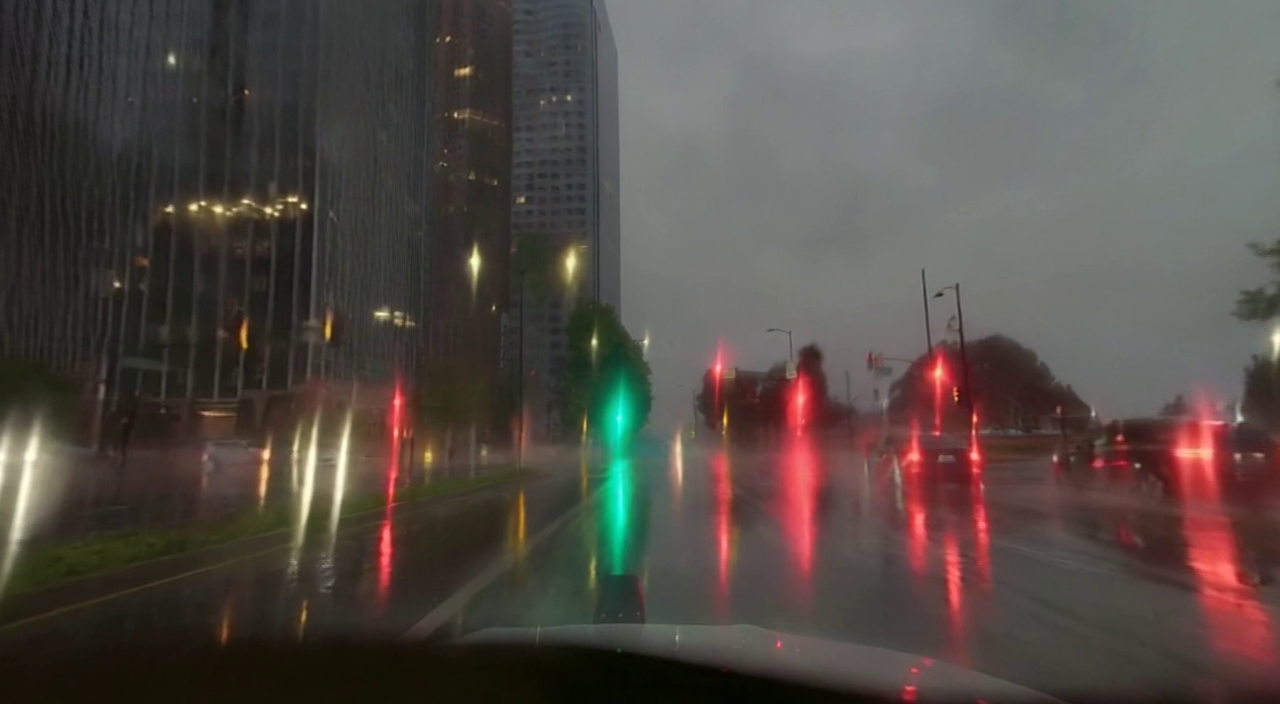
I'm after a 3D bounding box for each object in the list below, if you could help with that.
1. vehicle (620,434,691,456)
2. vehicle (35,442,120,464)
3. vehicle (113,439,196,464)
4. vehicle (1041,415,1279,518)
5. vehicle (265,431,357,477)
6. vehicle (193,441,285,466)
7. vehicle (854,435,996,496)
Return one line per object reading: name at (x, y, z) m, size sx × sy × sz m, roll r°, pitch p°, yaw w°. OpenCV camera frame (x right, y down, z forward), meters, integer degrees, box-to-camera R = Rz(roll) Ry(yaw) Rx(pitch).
vehicle at (1.050, 6.395, 43.264) m, size 4.762 × 1.420 × 1.814 m, roll 0°, pitch -8°, yaw 0°
vehicle at (-40.408, 7.253, 45.429) m, size 4.379 × 1.444 × 1.781 m, roll 0°, pitch -8°, yaw 0°
vehicle at (-34.873, 7.128, 45.471) m, size 4.326 × 1.700 × 1.946 m, roll 0°, pitch -8°, yaw -1°
vehicle at (11.366, 2.403, 13.767) m, size 2.027 × 1.810 × 4.854 m, roll 0°, pitch -8°, yaw 0°
vehicle at (-15.352, 4.718, 29.408) m, size 4.779 × 1.910 × 2.125 m, roll -8°, pitch -11°, yaw 41°
vehicle at (-25.024, 6.323, 39.530) m, size 4.503 × 1.475 × 1.789 m, roll 0°, pitch -8°, yaw -1°
vehicle at (8.011, 3.223, 18.359) m, size 1.936 × 1.489 × 4.885 m, roll 0°, pitch -8°, yaw 1°
